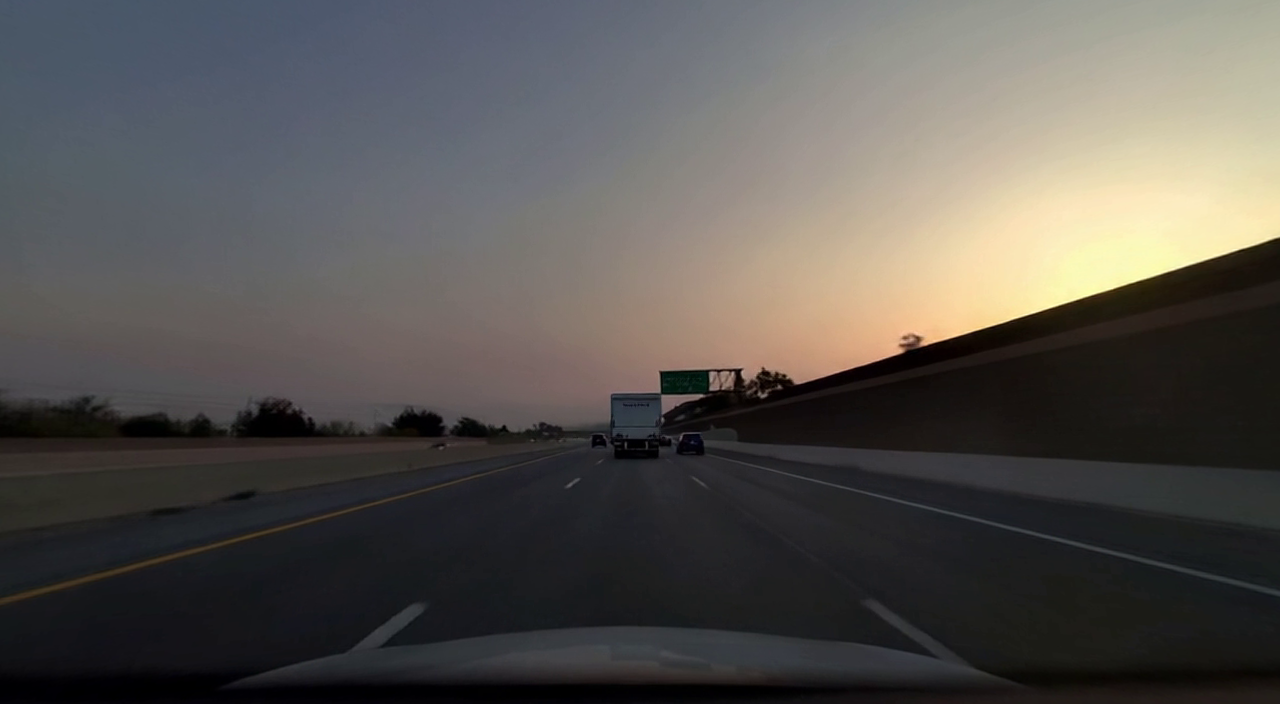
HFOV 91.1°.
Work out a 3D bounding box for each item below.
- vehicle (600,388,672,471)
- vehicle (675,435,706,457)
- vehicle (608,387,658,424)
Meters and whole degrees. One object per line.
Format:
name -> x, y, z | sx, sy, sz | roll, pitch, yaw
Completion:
vehicle -> -0.375, 4.080, 32.882 | 2.953, 3.406, 13.372 | 0, -7, -2
vehicle -> 3.697, 6.896, 46.363 | 1.910, 1.492, 4.324 | 0, -8, 0
vehicle -> -0.282, 2.482, 28.429 | 2.112, 1.472, 4.240 | 0, -8, 0
